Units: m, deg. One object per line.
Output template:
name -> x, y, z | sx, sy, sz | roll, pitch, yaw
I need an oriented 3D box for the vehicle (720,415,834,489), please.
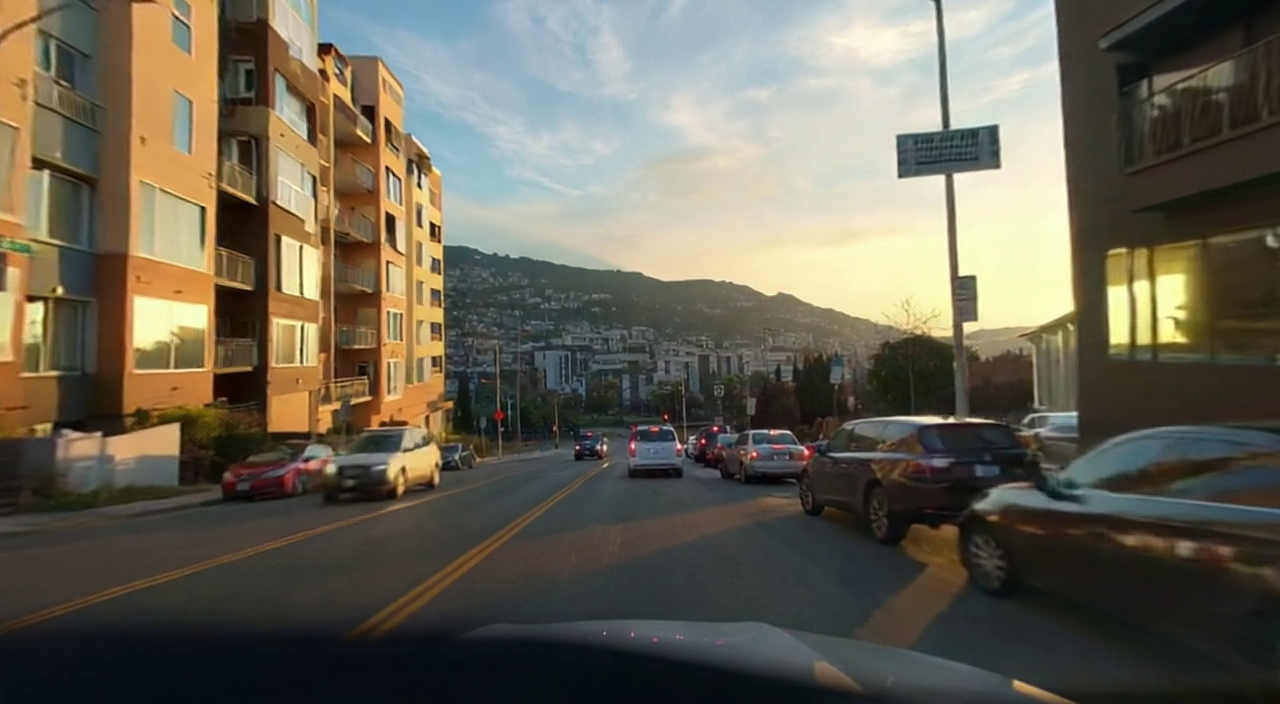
vehicle -> 3.674, 2.814, 17.920 | 2.158, 1.828, 4.573 | 0, -8, -1

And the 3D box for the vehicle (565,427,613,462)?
vehicle -> -2.681, 5.015, 34.044 | 2.219, 1.746, 4.197 | 0, -8, 0

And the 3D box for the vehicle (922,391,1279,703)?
vehicle -> 3.562, 1.047, 3.524 | 2.033, 1.470, 4.502 | -1, -8, 3

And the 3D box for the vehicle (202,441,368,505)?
vehicle -> -9.289, 3.158, 17.007 | 2.021, 1.474, 4.337 | 0, -8, -1

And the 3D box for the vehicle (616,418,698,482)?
vehicle -> 0.486, 3.021, 19.501 | 2.261, 1.740, 4.065 | 0, -8, 1

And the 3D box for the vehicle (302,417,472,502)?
vehicle -> -6.211, 2.725, 16.320 | 2.345, 1.831, 4.828 | 0, -8, 1
